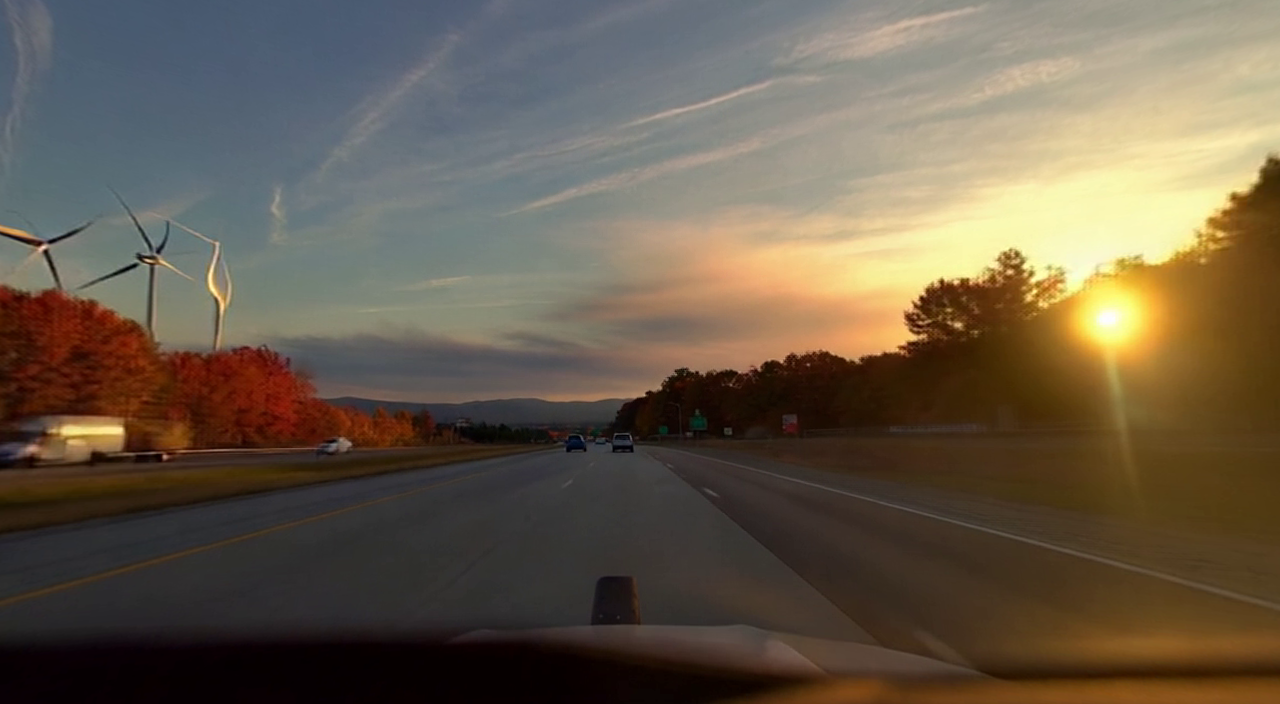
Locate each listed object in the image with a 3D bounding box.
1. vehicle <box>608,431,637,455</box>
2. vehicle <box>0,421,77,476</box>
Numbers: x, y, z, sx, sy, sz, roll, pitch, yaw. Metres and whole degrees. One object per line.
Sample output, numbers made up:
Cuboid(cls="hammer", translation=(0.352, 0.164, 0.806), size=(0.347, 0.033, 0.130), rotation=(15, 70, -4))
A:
Cuboid(cls="vehicle", translation=(-1.359, 7.200, 49.820), size=(2.213, 1.774, 4.563), rotation=(0, -8, -1))
Cuboid(cls="vehicle", translation=(-42.633, 6.636, 43.634), size=(2.964, 3.572, 4.102), rotation=(0, -7, 0))
